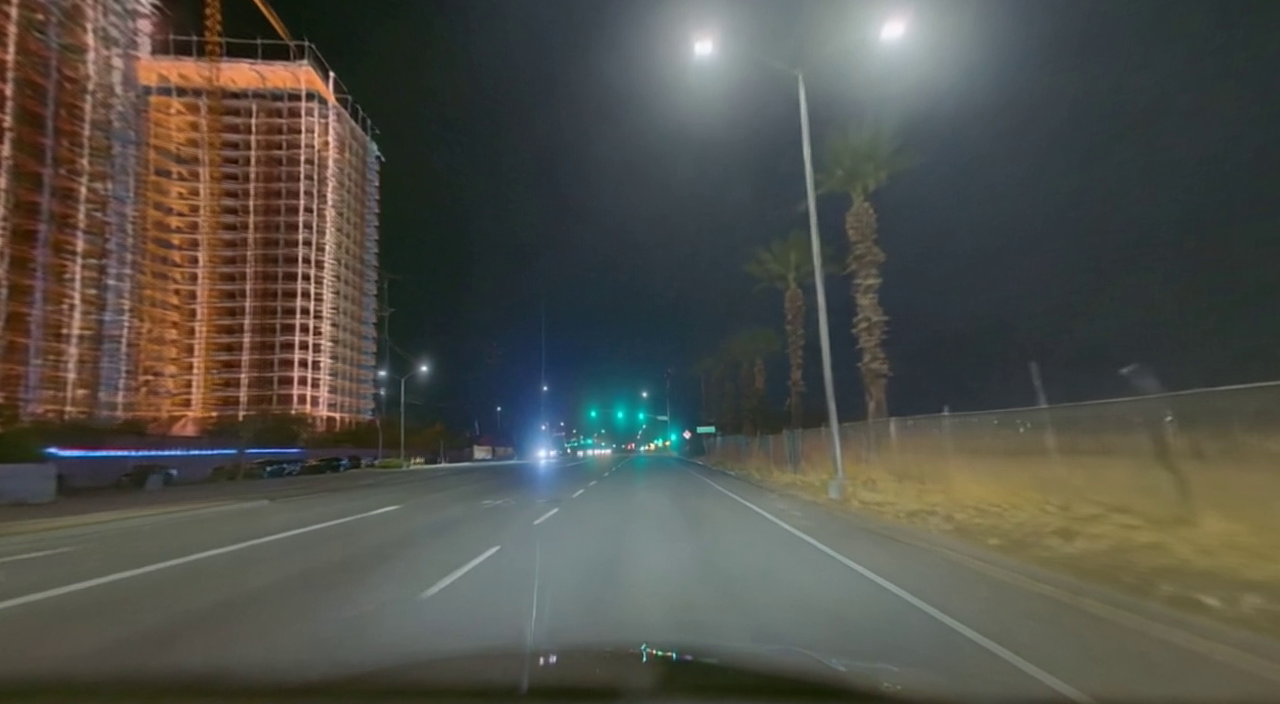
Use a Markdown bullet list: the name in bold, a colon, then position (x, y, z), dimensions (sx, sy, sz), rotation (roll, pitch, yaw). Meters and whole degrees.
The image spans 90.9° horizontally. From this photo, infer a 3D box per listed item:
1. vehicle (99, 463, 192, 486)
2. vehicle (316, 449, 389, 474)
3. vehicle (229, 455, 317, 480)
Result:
- **vehicle**: position (-30.198, 7.499, 38.625), dimensions (4.101, 1.243, 1.698), rotation (3, -9, -23)
- **vehicle**: position (-21.110, 8.049, 46.486), dimensions (2.050, 1.686, 4.593), rotation (-4, -9, 25)
- **vehicle**: position (-24.478, 7.657, 42.147), dimensions (1.790, 1.484, 4.651), rotation (-7, -11, 39)
